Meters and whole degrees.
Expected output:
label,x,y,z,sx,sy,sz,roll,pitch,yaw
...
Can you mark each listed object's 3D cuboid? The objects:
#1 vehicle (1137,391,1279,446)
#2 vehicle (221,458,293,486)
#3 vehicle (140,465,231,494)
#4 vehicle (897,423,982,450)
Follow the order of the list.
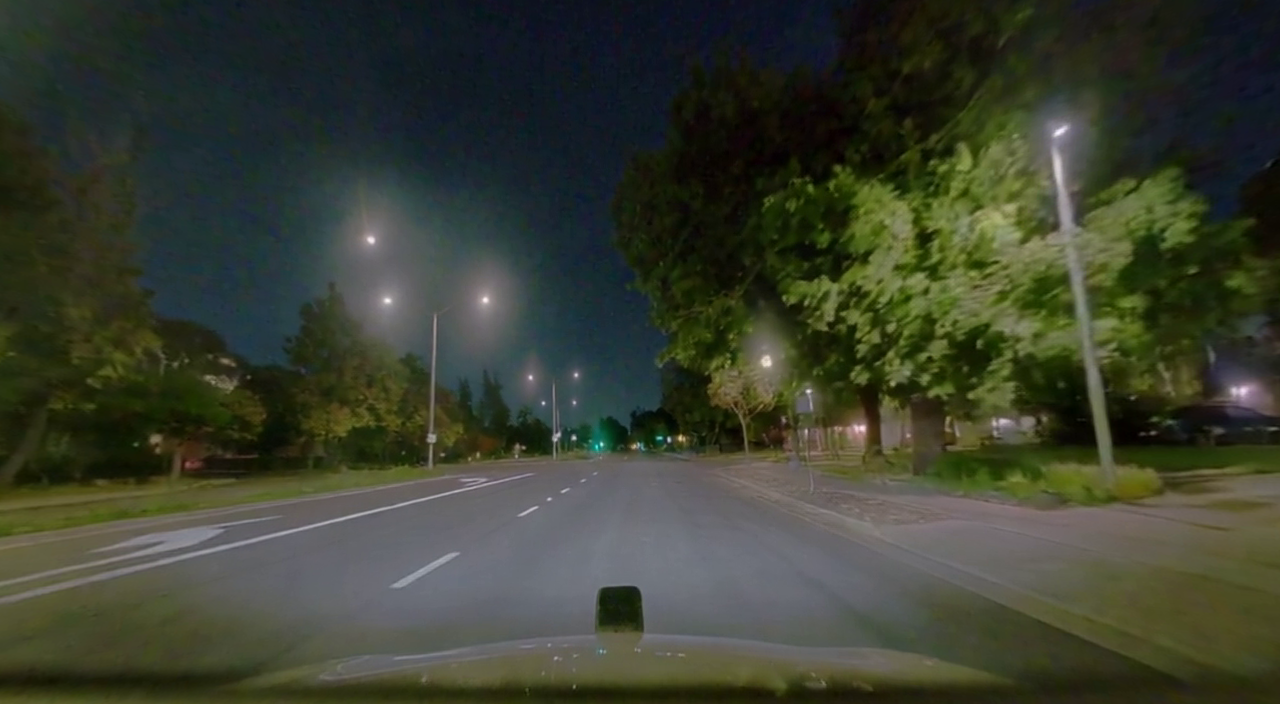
label,x,y,z,sx,sy,sz,roll,pitch,yaw
vehicle,24.053,2.751,25.546,6.146,2.098,2.167,1,-8,-4
vehicle,-26.495,8.288,43.889,1.931,1.673,4.623,0,-8,2
vehicle,-26.914,7.551,37.646,1.916,1.456,4.597,0,-8,1
vehicle,22.346,6.300,47.307,5.135,1.964,2.402,0,-7,1
